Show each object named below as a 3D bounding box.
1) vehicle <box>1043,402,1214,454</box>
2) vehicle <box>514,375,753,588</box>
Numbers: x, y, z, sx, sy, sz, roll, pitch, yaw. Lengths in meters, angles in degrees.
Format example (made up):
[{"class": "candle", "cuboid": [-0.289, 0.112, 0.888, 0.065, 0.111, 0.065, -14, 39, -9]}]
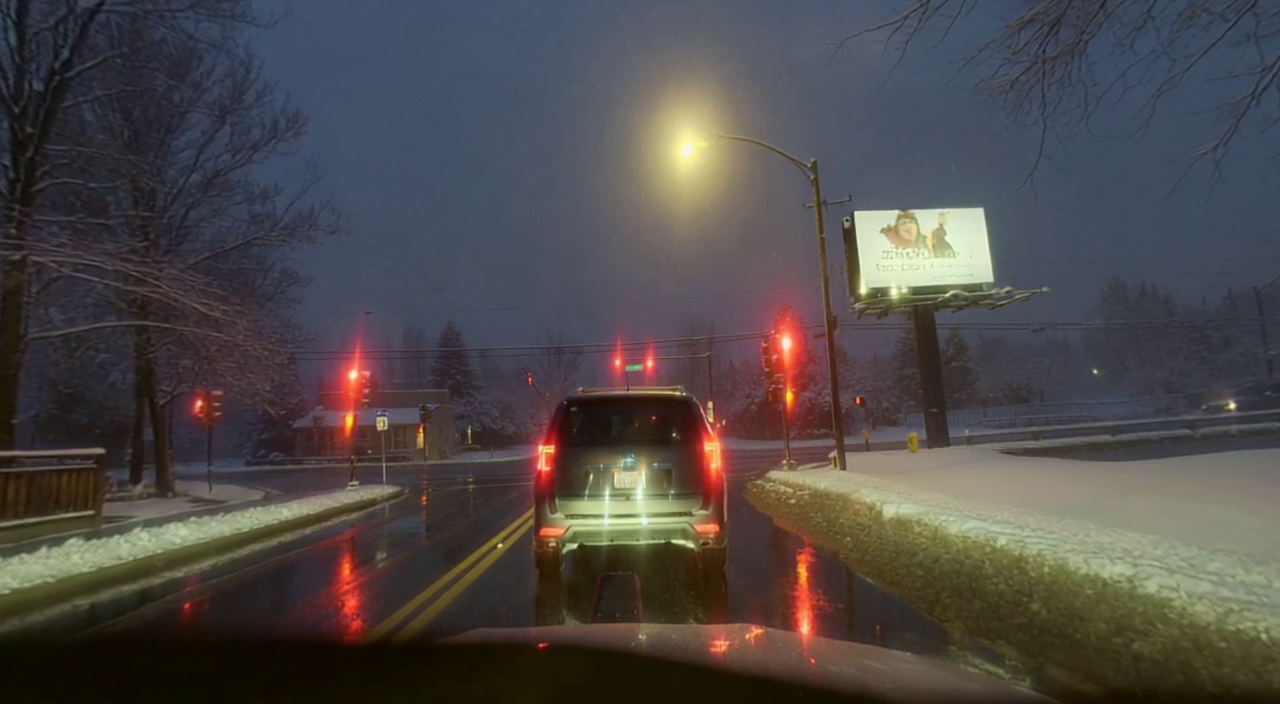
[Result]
[{"class": "vehicle", "cuboid": [15.281, 2.445, 19.925, 3.750, 1.502, 1.781, -2, -8, 13]}, {"class": "vehicle", "cuboid": [-0.056, 1.439, 7.673, 2.142, 1.904, 3.816, -1, -8, 0]}]
